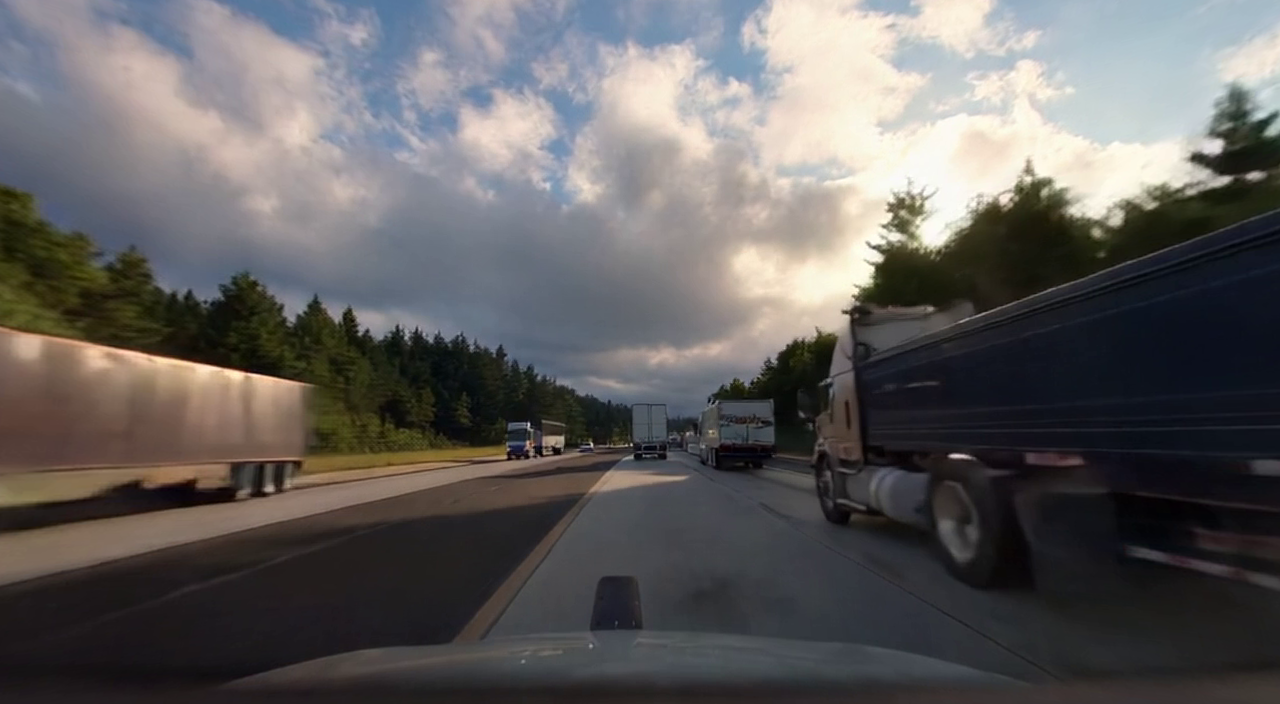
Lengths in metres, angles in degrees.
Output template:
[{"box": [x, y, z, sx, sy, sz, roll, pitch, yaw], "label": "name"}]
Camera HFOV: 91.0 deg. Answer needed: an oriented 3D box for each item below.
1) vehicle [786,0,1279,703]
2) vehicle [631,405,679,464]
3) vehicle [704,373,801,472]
[{"box": [4.506, 0.364, 7.481, 2.889, 4.034, 11.142, 0, -8, 0], "label": "vehicle"}, {"box": [0.926, 5.151, 39.094, 2.644, 3.247, 7.454, -1, -8, 2], "label": "vehicle"}, {"box": [5.292, 3.788, 32.455, 2.749, 4.051, 12.981, -1, -8, 1], "label": "vehicle"}]
